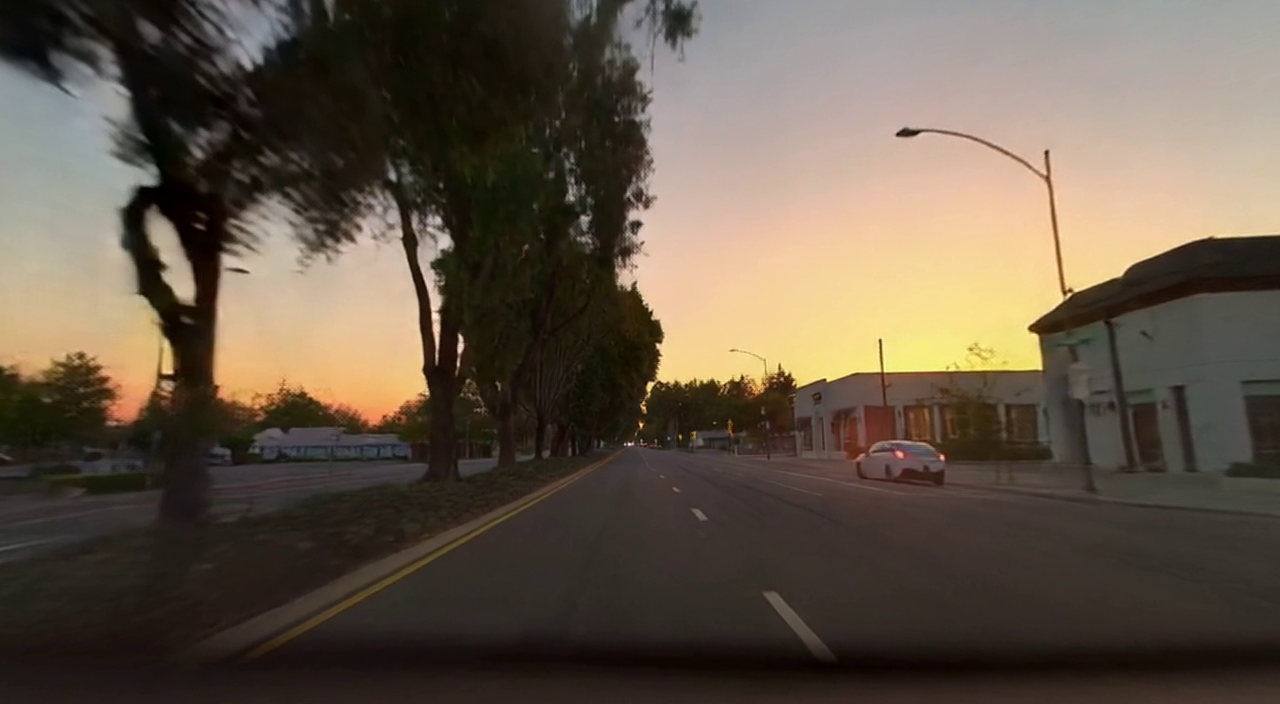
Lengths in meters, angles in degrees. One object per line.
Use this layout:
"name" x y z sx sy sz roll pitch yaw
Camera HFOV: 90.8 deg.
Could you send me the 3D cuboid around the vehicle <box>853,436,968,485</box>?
"vehicle" 9.576 3.864 22.842 1.981 1.557 4.456 0 -9 -3
